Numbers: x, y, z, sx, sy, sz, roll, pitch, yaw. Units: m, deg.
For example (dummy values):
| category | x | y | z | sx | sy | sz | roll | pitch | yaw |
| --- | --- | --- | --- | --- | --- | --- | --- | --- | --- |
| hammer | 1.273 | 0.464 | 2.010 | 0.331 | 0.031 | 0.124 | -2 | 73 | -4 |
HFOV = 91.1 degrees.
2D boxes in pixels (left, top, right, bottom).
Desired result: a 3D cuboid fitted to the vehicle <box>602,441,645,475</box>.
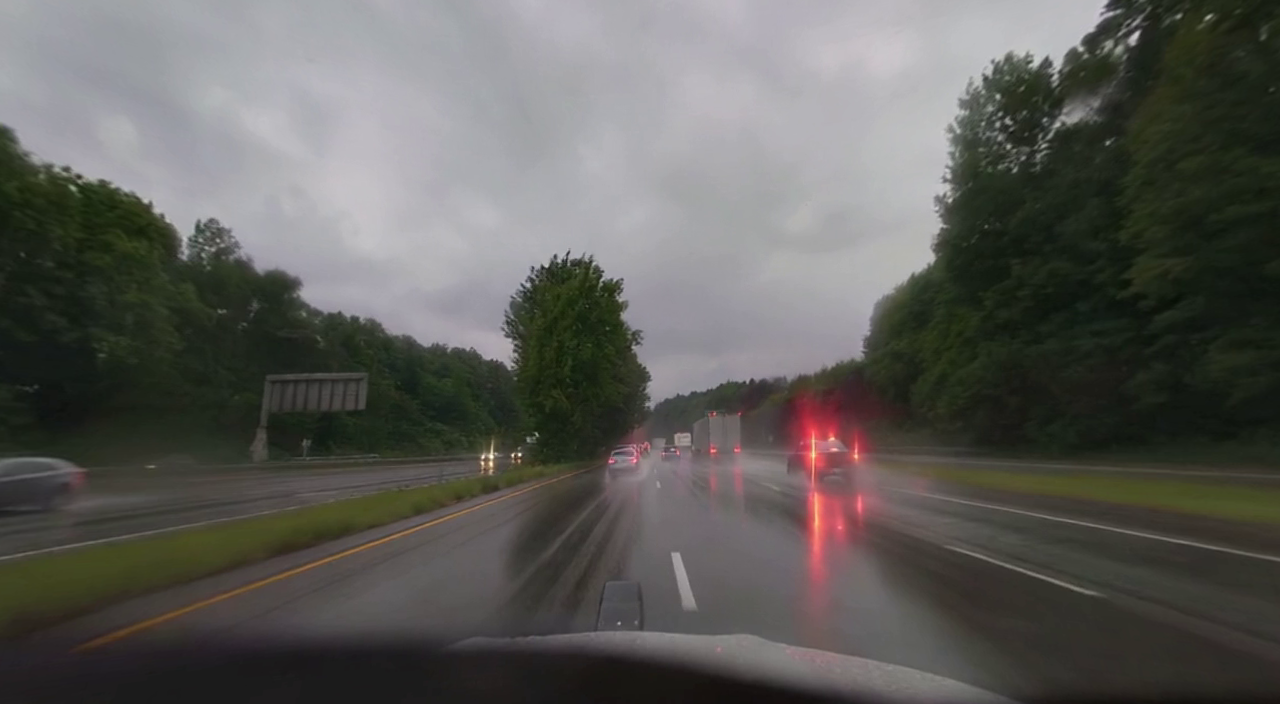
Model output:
| category | x | y | z | sx | sy | sz | roll | pitch | yaw |
| --- | --- | --- | --- | --- | --- | --- | --- | --- | --- |
| vehicle | -0.848 | 5.734 | 34.144 | 2.114 | 1.706 | 4.106 | -1 | -9 | 1 |

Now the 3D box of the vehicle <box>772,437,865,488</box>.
| category | x | y | z | sx | sy | sz | roll | pitch | yaw |
| --- | --- | --- | --- | --- | --- | --- | --- | --- | --- |
| vehicle | 6.422 | 4.028 | 23.239 | 2.011 | 1.638 | 4.737 | 0 | -9 | 0 |

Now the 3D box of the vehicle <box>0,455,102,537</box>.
| category | x | y | z | sx | sy | sz | roll | pitch | yaw |
| --- | --- | --- | --- | --- | --- | --- | --- | --- | --- |
| vehicle | -14.437 | 3.063 | 13.302 | 1.950 | 1.683 | 4.571 | -1 | -9 | 1 |
